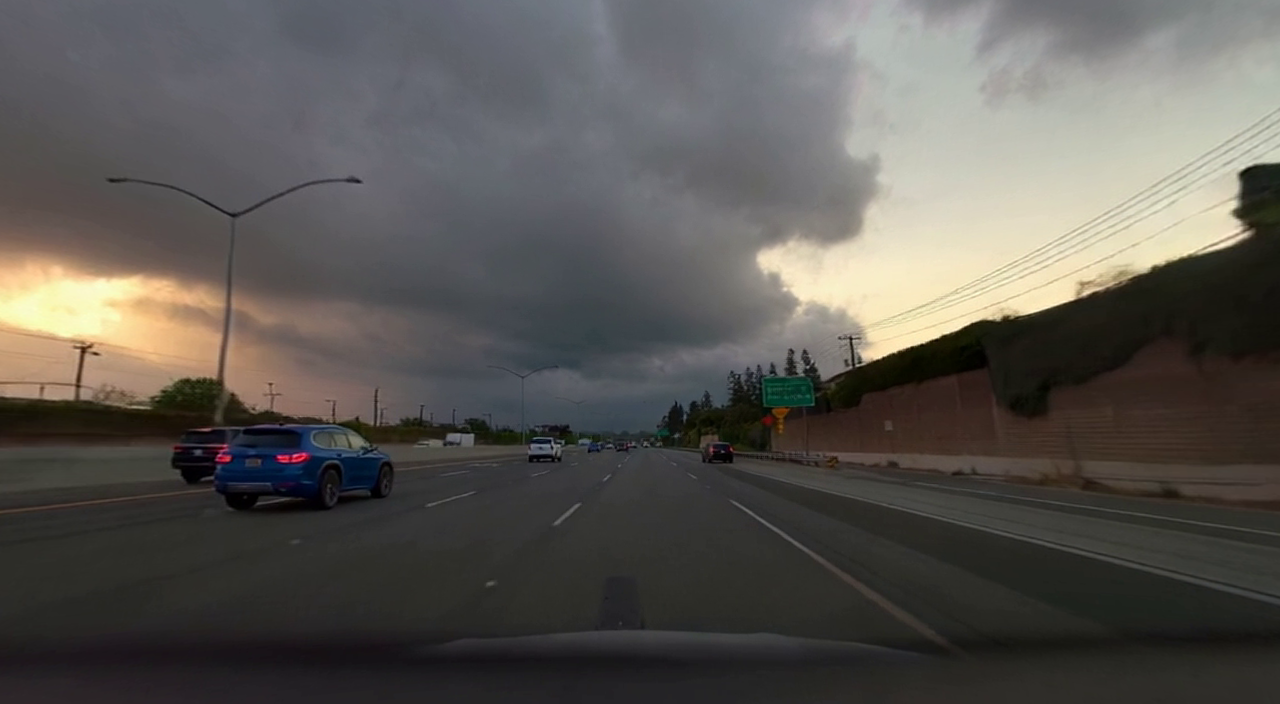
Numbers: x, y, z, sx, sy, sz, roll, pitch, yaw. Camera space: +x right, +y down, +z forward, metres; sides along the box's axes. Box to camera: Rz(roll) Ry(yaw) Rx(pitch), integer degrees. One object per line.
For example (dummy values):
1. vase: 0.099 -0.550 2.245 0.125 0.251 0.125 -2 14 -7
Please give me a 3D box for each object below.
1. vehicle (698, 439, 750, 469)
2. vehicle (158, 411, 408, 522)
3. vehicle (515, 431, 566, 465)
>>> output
1. vehicle: 4.635 5.709 35.331 2.251 1.520 4.550 0 -9 0
2. vehicle: -6.400 2.113 12.112 2.058 1.698 4.567 0 -9 1
3. vehicle: -6.046 5.936 38.925 2.255 1.934 4.868 0 -9 1
